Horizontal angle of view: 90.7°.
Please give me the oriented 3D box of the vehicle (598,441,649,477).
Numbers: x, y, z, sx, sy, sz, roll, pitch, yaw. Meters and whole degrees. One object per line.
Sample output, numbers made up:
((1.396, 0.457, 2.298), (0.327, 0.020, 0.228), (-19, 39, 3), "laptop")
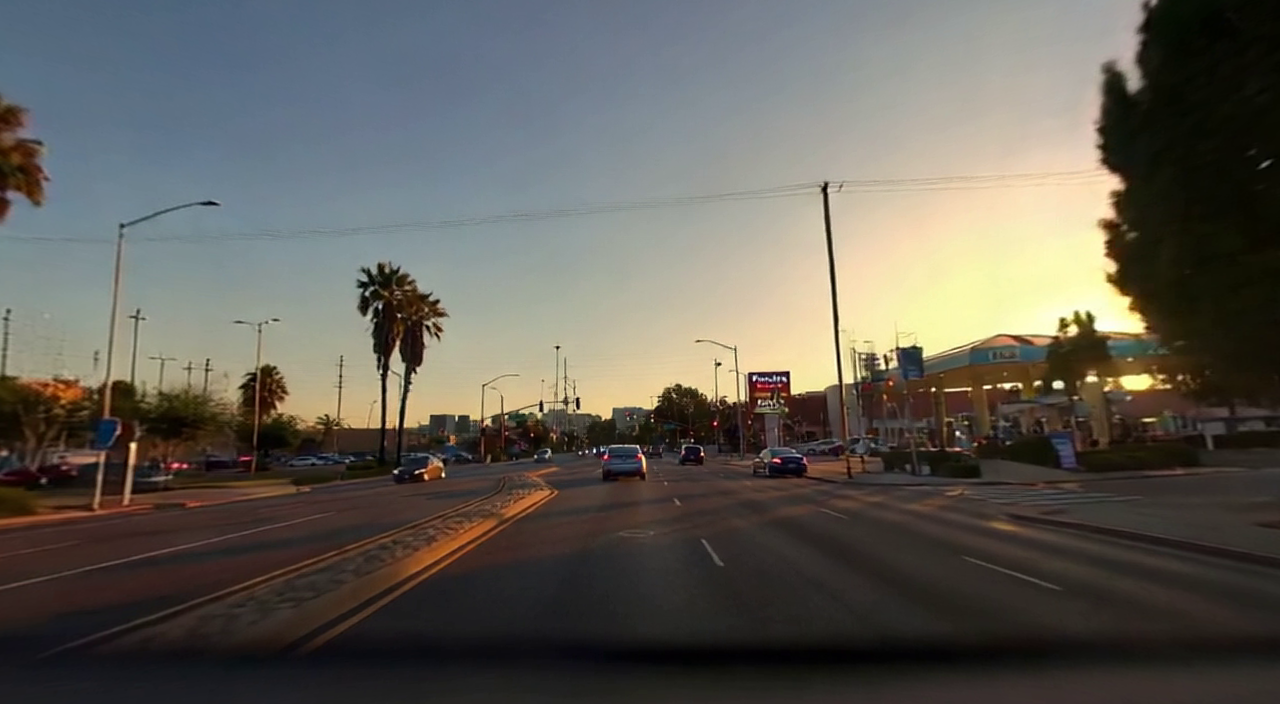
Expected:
((-0.748, 4.953, 29.366), (2.160, 1.508, 4.319), (0, -9, -1), "vehicle")

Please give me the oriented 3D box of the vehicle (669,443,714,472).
((2.840, 5.927, 35.649), (2.060, 1.471, 4.168), (0, -9, -1), "vehicle")

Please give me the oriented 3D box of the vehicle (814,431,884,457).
((16.021, 7.150, 48.817), (2.172, 1.855, 5.526), (1, -10, -18), "vehicle")

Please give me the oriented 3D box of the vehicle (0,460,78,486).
((-35.260, 6.976, 36.563), (3.781, 1.401, 1.776), (-1, -9, 0), "vehicle")

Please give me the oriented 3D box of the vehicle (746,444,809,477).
((6.705, 5.345, 31.451), (1.922, 1.461, 4.868), (0, -9, -2), "vehicle")
